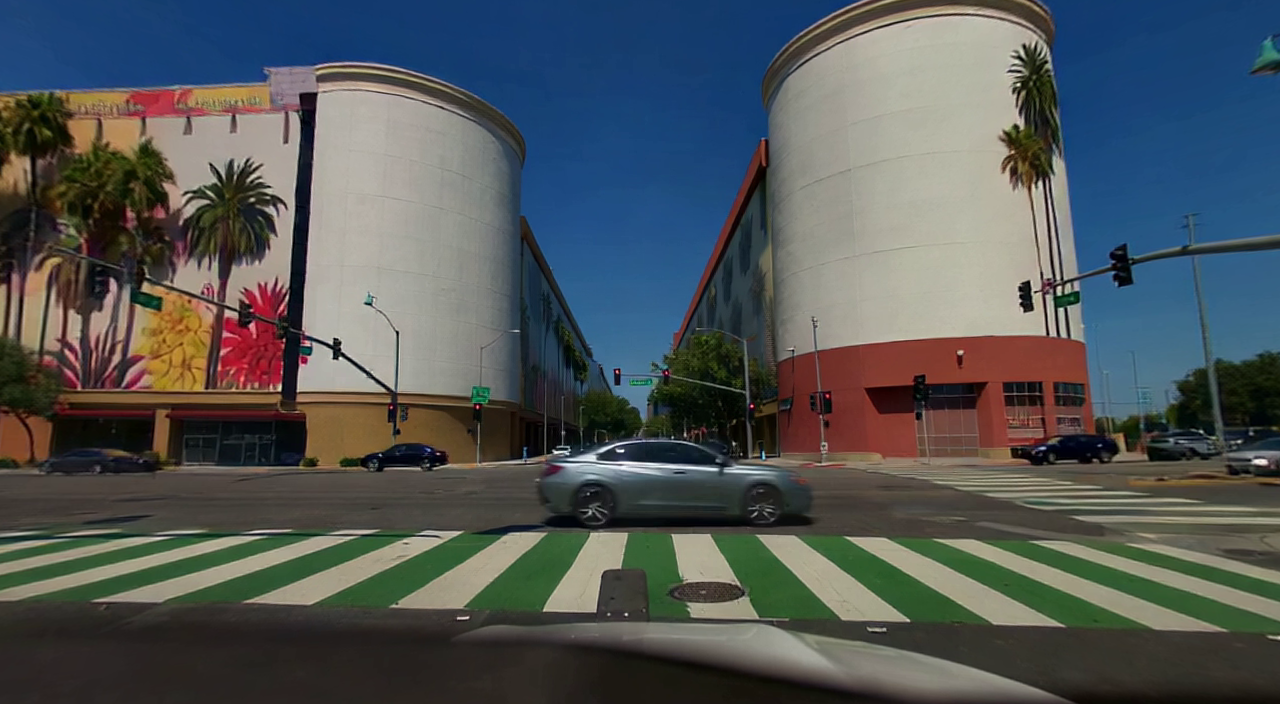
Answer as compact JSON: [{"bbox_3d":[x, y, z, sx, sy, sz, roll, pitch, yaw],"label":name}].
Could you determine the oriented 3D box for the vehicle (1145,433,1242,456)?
[{"bbox_3d":[36.174,6.025,41.226,4.606,1.449,1.687,0,-8,2],"label":"vehicle"}]

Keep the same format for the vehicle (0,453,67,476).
[{"bbox_3d":[-41.650,7.613,42.770,3.698,1.508,1.779,0,-8,1],"label":"vehicle"}]

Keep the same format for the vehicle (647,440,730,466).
[{"bbox_3d":[2.796,5.918,37.109,4.784,1.465,1.798,0,-8,1],"label":"vehicle"}]

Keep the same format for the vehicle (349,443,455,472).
[{"bbox_3d":[-12.453,5.516,33.181,4.875,1.461,1.777,0,-8,2],"label":"vehicle"}]

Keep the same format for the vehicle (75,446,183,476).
[{"bbox_3d":[-30.154,6.413,37.276,4.648,1.665,1.910,0,-8,-1],"label":"vehicle"}]

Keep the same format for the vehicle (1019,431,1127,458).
[{"bbox_3d":[25.030,5.364,36.563,4.893,1.458,1.791,0,-8,0],"label":"vehicle"}]
